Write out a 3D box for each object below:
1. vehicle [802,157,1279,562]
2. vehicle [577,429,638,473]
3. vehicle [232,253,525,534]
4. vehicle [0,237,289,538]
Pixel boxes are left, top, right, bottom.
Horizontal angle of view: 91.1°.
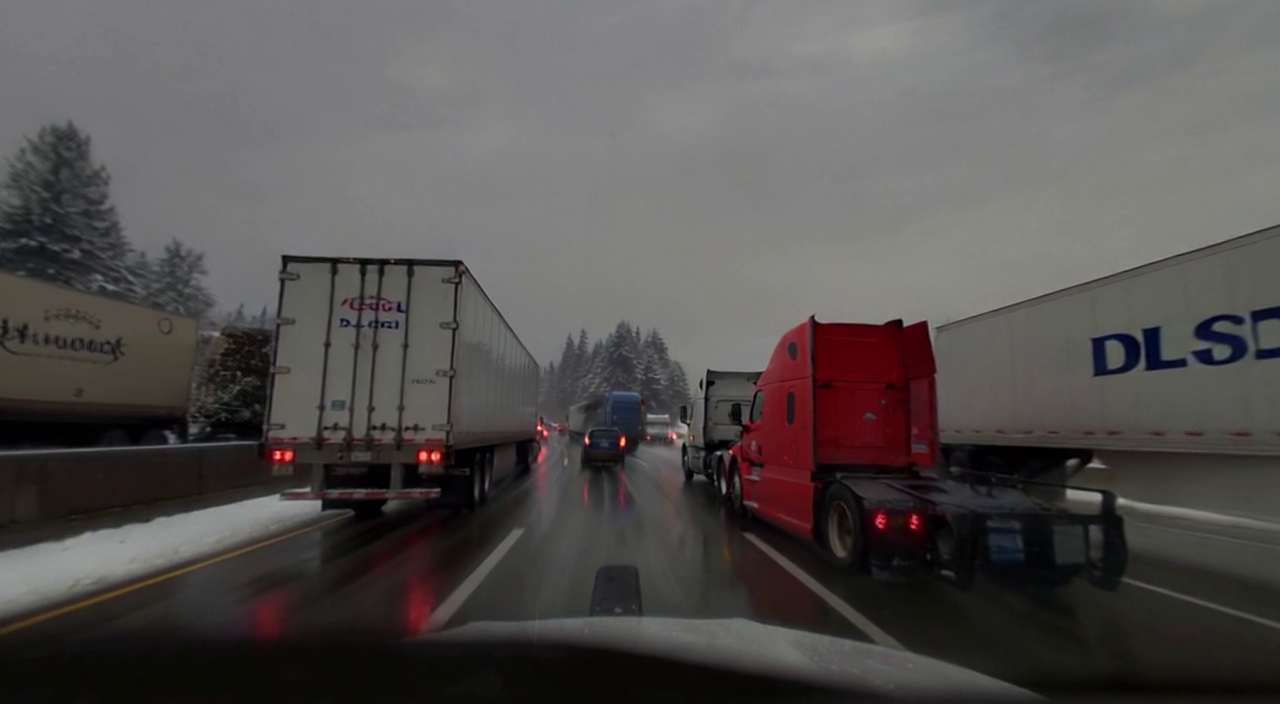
[{"bbox_3d":[7.600,0.168,7.269,2.820,4.084,13.786,3,-8,-25],"label":"vehicle"},{"bbox_3d":[-1.362,3.784,24.400,2.060,1.540,4.374,1,-8,-7],"label":"vehicle"},{"bbox_3d":[-4.284,1.091,12.929,2.822,3.788,8.799,0,-8,-5],"label":"vehicle"},{"bbox_3d":[-10.739,0.259,6.998,2.867,4.125,14.026,-2,-8,14],"label":"vehicle"}]
